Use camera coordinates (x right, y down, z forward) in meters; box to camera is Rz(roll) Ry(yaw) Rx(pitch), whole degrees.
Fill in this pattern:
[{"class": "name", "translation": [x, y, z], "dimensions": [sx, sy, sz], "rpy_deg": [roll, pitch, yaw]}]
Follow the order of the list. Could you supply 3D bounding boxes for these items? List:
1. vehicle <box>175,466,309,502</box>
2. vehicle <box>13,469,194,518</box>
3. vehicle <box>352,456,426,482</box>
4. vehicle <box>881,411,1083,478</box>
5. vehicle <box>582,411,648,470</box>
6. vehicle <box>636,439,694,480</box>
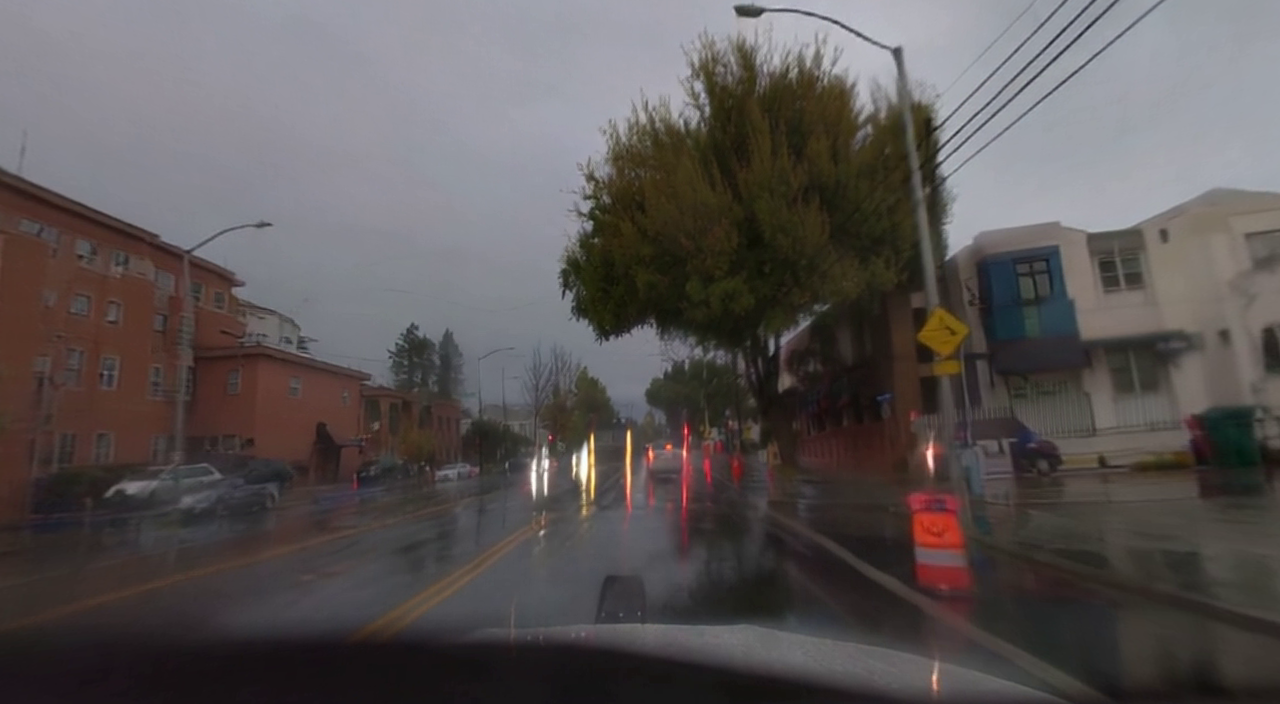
[{"class": "vehicle", "translation": [-18.574, 6.146, 29.637], "dimensions": [4.952, 1.510, 2.115], "rpy_deg": [-1, -8, 5]}, {"class": "vehicle", "translation": [-19.526, 5.152, 23.178], "dimensions": [4.696, 1.513, 2.243], "rpy_deg": [-1, -8, 3]}, {"class": "vehicle", "translation": [-17.777, 8.261, 44.773], "dimensions": [4.397, 1.698, 1.932], "rpy_deg": [-1, -8, 7]}, {"class": "vehicle", "translation": [10.342, 2.842, 19.463], "dimensions": [4.859, 1.914, 2.333], "rpy_deg": [0, -8, -1]}, {"class": "vehicle", "translation": [-1.304, 5.813, 41.368], "dimensions": [2.977, 3.271, 12.748], "rpy_deg": [-1, -8, 4]}, {"class": "vehicle", "translation": [1.004, 4.362, 25.948], "dimensions": [2.159, 1.506, 4.086], "rpy_deg": [0, -8, 2]}]
